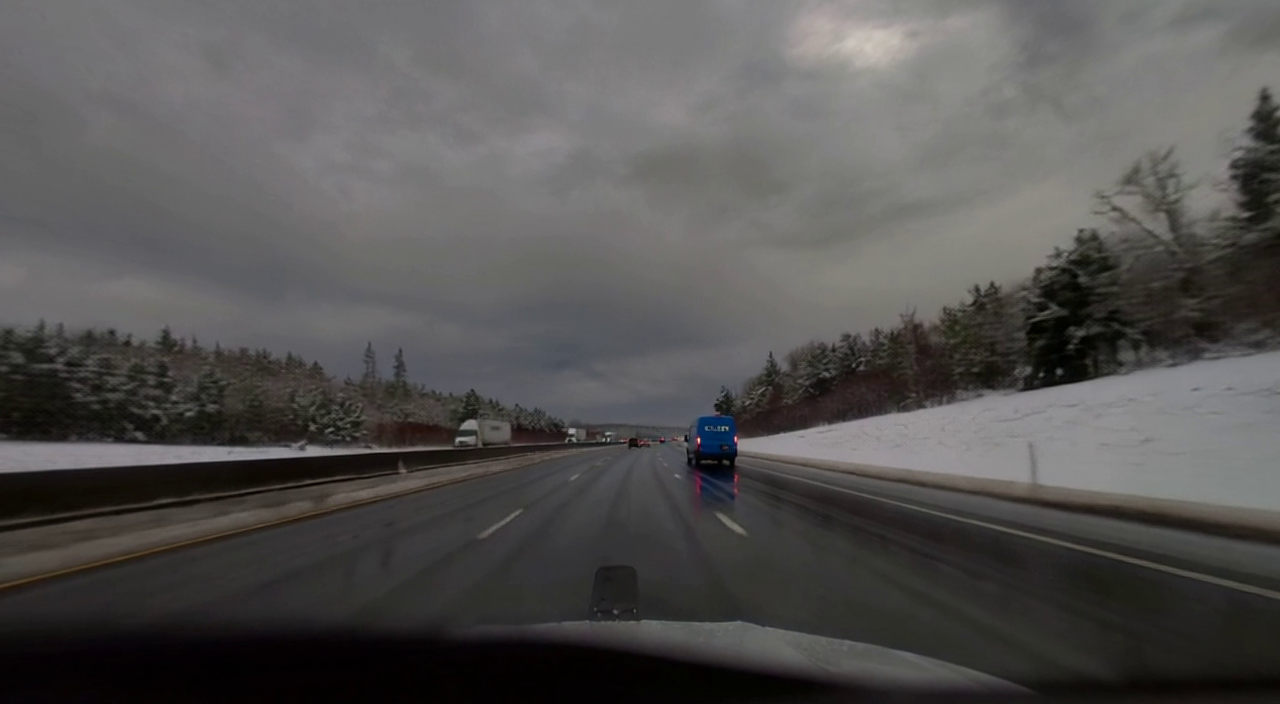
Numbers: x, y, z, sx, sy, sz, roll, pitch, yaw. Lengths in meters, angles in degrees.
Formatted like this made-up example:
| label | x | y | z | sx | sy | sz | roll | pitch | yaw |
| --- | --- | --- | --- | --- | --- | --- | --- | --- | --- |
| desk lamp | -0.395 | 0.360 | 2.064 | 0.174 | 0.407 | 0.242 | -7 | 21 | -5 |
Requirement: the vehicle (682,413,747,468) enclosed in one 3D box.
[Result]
| label | x | y | z | sx | sy | sz | roll | pitch | yaw |
| --- | --- | --- | --- | --- | --- | --- | --- | --- | --- |
| vehicle | 3.718 | 4.590 | 32.712 | 2.485 | 2.562 | 5.535 | 0 | -8 | -2 |
